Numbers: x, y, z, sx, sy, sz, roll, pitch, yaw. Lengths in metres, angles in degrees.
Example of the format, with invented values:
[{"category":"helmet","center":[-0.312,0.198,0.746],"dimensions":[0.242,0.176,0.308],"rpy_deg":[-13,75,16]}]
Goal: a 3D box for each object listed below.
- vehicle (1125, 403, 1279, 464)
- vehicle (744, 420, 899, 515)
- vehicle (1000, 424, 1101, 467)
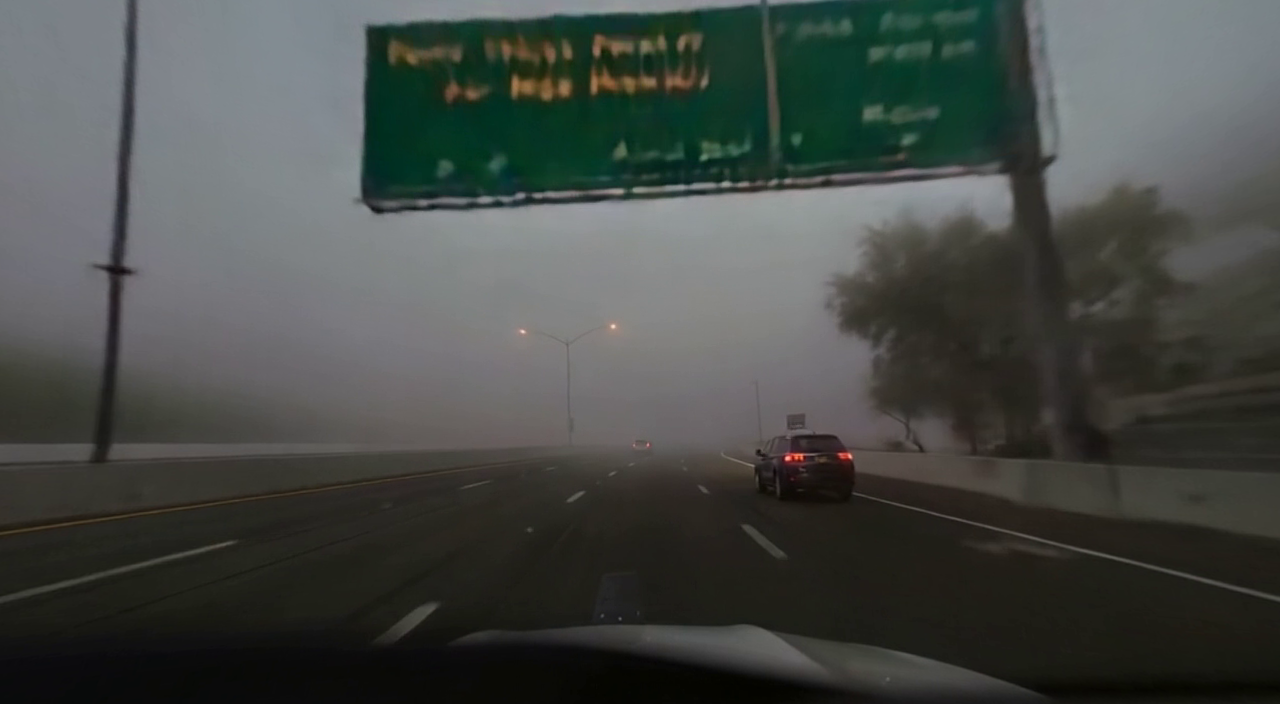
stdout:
[{"category":"vehicle","center":[23.075,3.254,24.930],"dimensions":[5.707,2.048,2.282],"rpy_deg":[-10,-13,32]},{"category":"vehicle","center":[3.679,2.437,13.716],"dimensions":[2.090,1.715,4.228],"rpy_deg":[0,-8,0]},{"category":"vehicle","center":[19.688,4.509,30.494],"dimensions":[2.165,1.867,4.641],"rpy_deg":[-1,-8,7]}]
